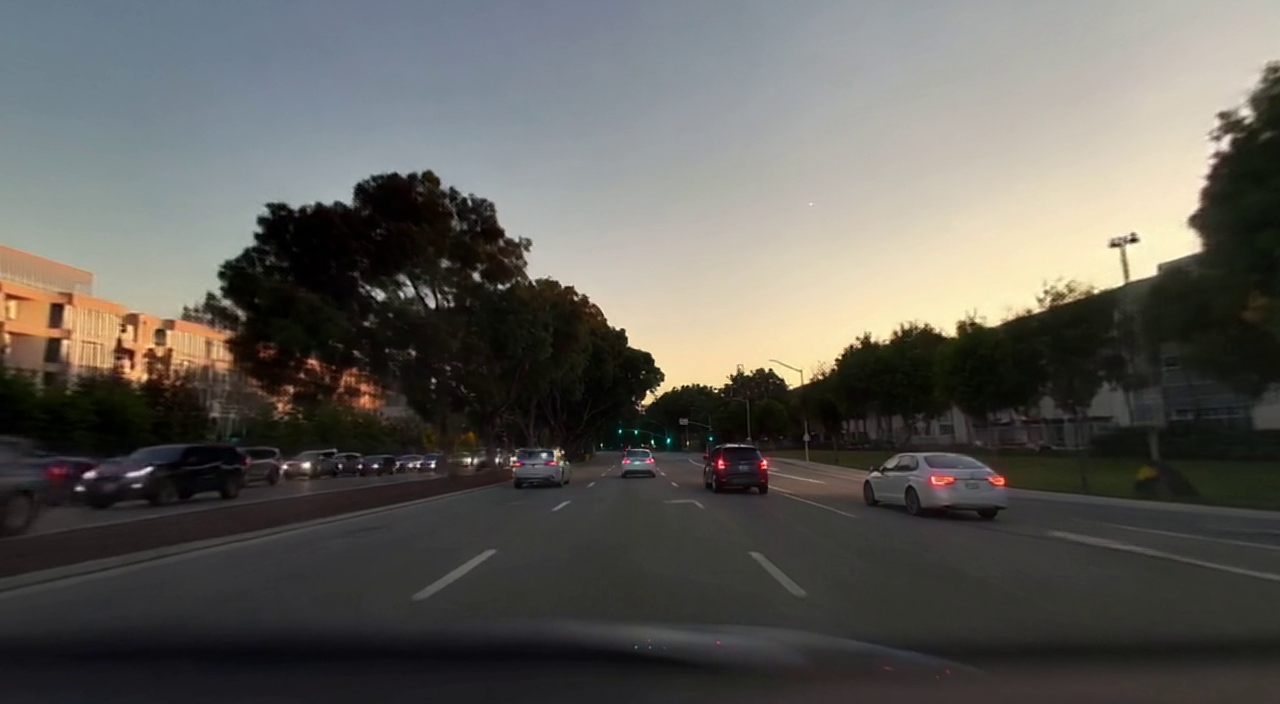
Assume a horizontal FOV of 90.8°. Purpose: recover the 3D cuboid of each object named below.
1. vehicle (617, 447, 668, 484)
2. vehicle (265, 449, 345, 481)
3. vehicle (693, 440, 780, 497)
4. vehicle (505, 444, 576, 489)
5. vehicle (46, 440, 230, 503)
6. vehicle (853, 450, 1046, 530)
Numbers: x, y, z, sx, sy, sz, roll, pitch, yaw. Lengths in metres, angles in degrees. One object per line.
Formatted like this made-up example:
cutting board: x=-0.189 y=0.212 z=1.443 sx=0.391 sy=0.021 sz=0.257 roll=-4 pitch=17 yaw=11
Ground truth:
vehicle: x=0.060 y=5.140 z=28.949 sx=2.155 sy=1.486 sz=4.403 roll=0 pitch=-8 yaw=-1
vehicle: x=-19.064 y=6.434 z=36.261 sx=2.186 sy=1.676 sz=4.444 roll=-1 pitch=-8 yaw=-1
vehicle: x=3.138 y=3.877 z=21.463 sx=2.161 sy=1.716 sz=4.194 roll=0 pitch=-8 yaw=-2
vehicle: x=-3.943 y=4.593 z=25.749 sx=2.172 sy=1.671 sz=4.175 roll=0 pitch=-8 yaw=0
vehicle: x=-15.503 y=3.687 z=19.966 sx=1.915 sy=1.718 sz=4.766 roll=0 pitch=-8 yaw=-1
vehicle: x=6.456 y=2.883 z=13.850 sx=1.945 sy=1.408 sz=4.288 roll=0 pitch=-8 yaw=-2
